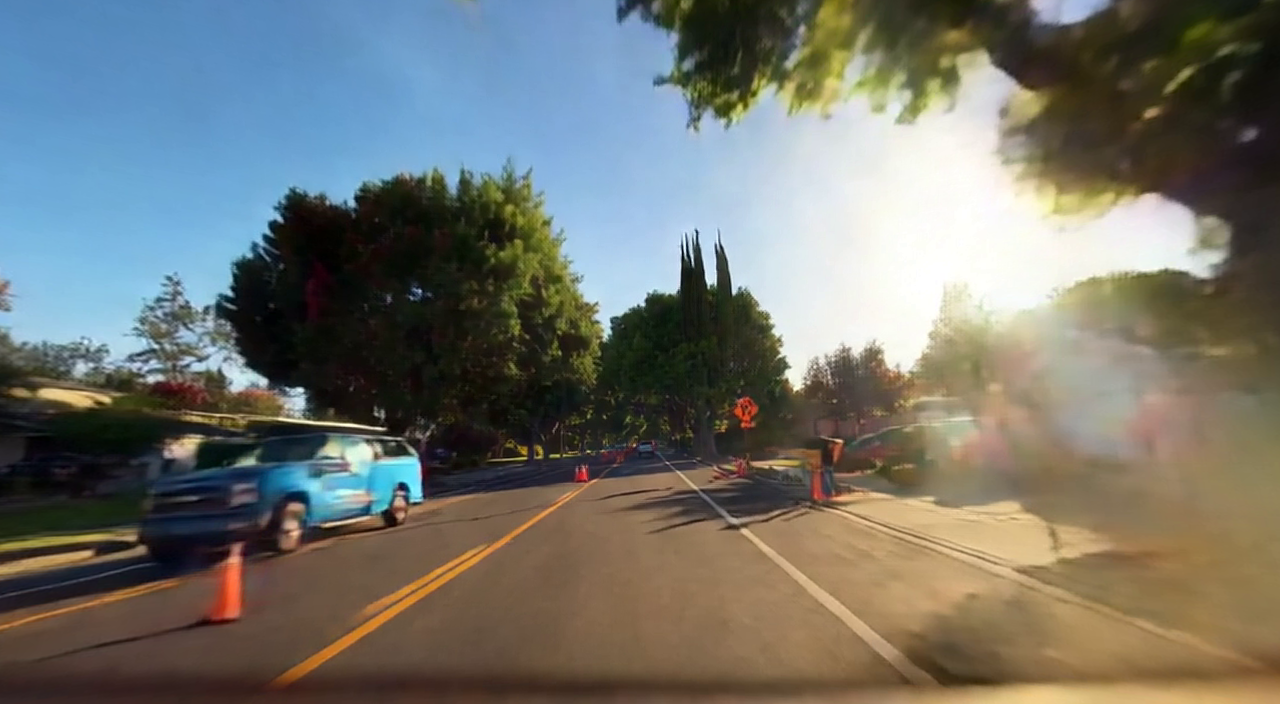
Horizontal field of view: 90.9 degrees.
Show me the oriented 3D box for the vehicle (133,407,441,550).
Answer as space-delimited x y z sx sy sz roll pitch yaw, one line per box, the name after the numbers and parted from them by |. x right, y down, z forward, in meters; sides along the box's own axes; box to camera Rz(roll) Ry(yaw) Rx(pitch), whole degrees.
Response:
-6.905 2.498 13.306 2.517 2.323 5.205 -3 -9 18 | vehicle
